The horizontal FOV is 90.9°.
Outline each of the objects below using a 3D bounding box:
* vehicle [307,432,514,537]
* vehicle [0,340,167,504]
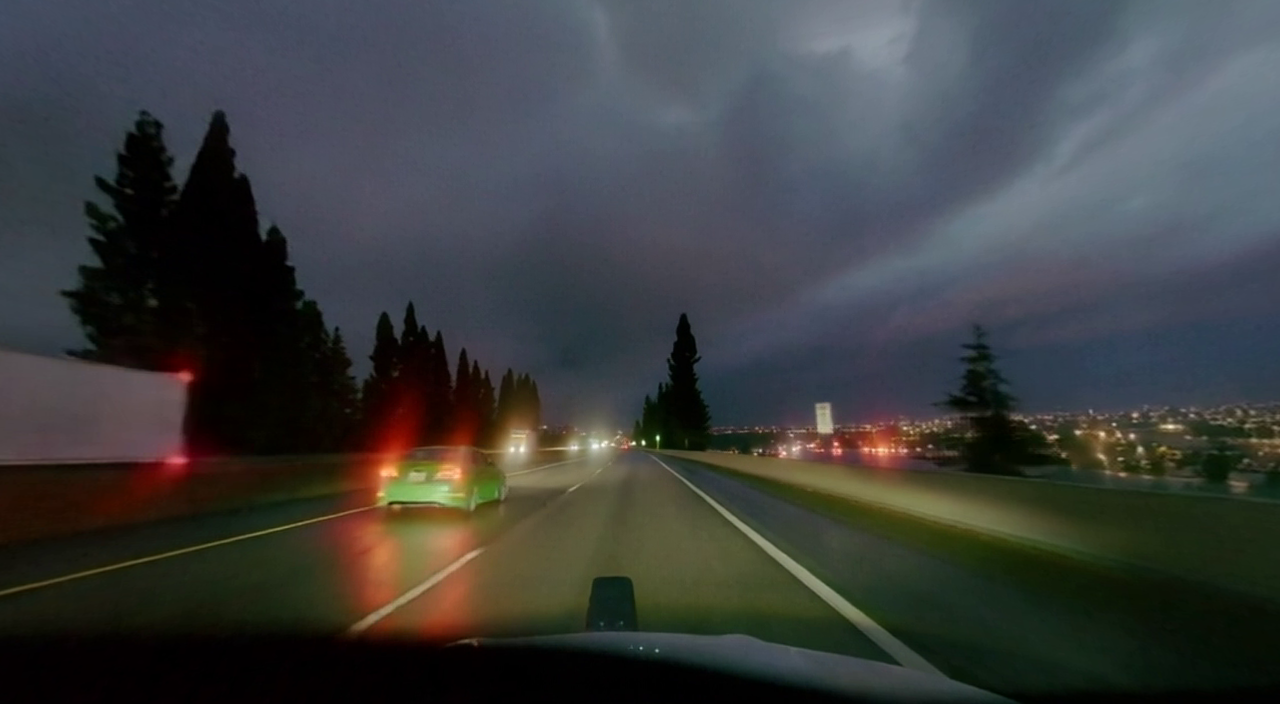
[{"bbox_3d":[-3.938,2.366,11.909,2.083,1.560,4.713,0,-9,1],"label":"vehicle"},{"bbox_3d":[-17.297,1.918,16.796,2.873,4.028,8.146,0,-9,0],"label":"vehicle"}]
